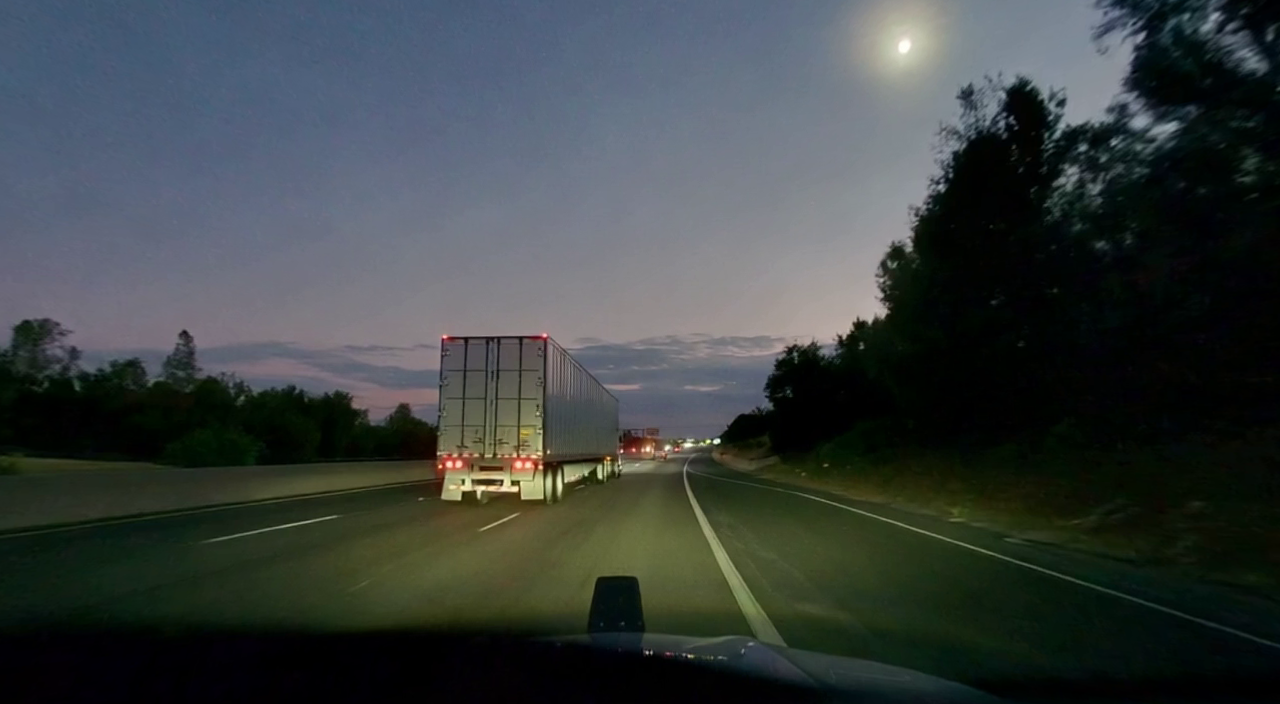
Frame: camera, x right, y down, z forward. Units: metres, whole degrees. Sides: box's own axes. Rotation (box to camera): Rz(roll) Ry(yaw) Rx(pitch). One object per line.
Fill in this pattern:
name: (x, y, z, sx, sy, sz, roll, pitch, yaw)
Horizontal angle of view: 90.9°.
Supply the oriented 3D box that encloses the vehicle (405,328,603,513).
vehicle: (-3.422, 2.595, 21.207, 2.851, 4.098, 14.436, 0, -9, 2)
